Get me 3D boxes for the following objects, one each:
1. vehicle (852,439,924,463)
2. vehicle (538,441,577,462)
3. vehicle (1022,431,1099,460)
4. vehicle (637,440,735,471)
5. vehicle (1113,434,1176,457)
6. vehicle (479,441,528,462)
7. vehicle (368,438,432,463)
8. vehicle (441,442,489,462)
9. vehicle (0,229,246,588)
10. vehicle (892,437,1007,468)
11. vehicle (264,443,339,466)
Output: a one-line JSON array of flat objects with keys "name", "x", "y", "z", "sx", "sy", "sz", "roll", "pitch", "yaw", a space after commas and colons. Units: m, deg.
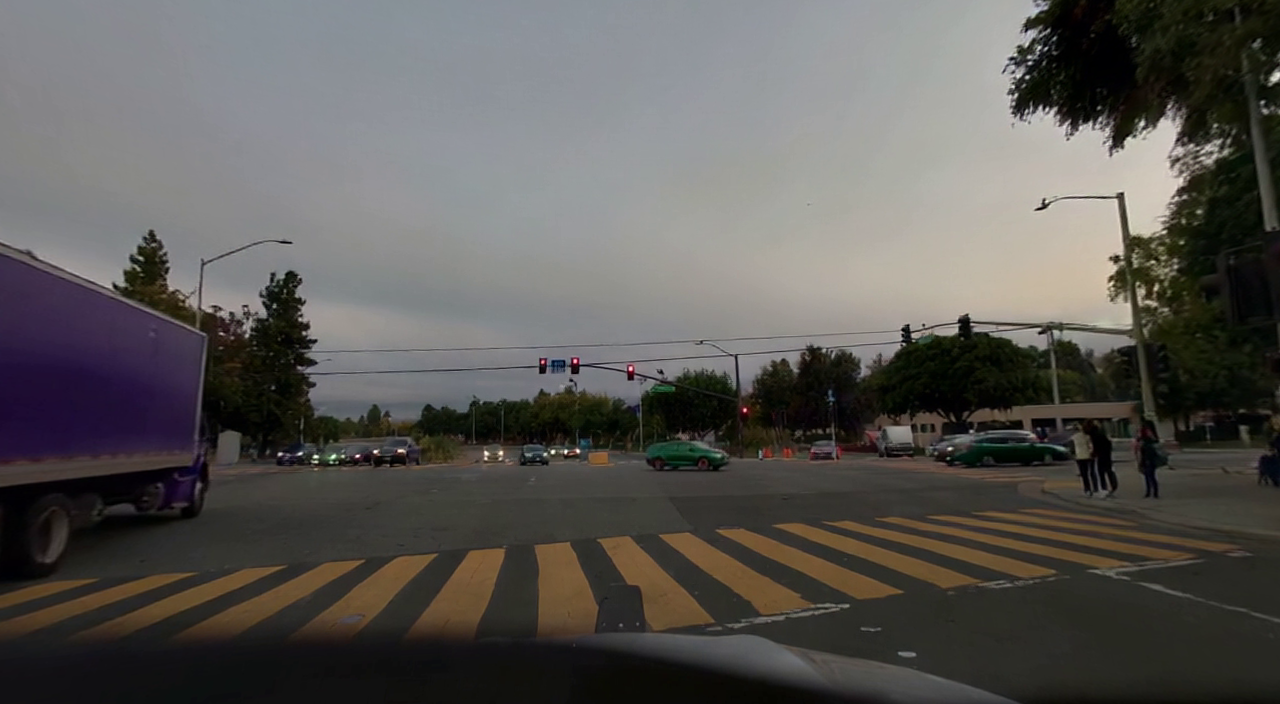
[{"name": "vehicle", "x": 17.162, "y": 6.821, "z": 43.701, "sx": 4.524, "sy": 1.560, "sz": 2.052, "roll": 4, "pitch": -10, "yaw": -28}, {"name": "vehicle", "x": -6.249, "y": 7.581, "z": 48.238, "sx": 2.086, "sy": 1.487, "sz": 4.846, "roll": -1, "pitch": -9, "yaw": 3}, {"name": "vehicle", "x": 28.313, "y": 6.293, "z": 42.488, "sx": 4.662, "sy": 1.840, "sz": 2.055, "roll": 4, "pitch": -10, "yaw": -26}, {"name": "vehicle", "x": 2.250, "y": 5.150, "z": 31.578, "sx": 4.487, "sy": 1.415, "sz": 1.911, "roll": -6, "pitch": -10, "yaw": 33}, {"name": "vehicle", "x": 38.656, "y": 7.152, "z": 48.391, "sx": 4.122, "sy": 1.682, "sz": 1.930, "roll": 4, "pitch": -9, "yaw": -25}, {"name": "vehicle", "x": -10.144, "y": 7.466, "z": 47.405, "sx": 2.097, "sy": 1.484, "sz": 4.596, "roll": -1, "pitch": -9, "yaw": 8}, {"name": "vehicle", "x": -17.386, "y": 7.155, "z": 45.996, "sx": 2.189, "sy": 1.753, "sz": 4.785, "roll": -2, "pitch": -9, "yaw": 9}, {"name": "vehicle", "x": -13.179, "y": 7.587, "z": 47.856, "sx": 1.845, "sy": 1.426, "sz": 4.289, "roll": -1, "pitch": -9, "yaw": 8}, {"name": "vehicle", "x": -8.131, "y": 0.843, "z": 8.230, "sx": 3.112, "sy": 3.230, "sz": 6.726, "roll": 2, "pitch": -8, "yaw": -15}, {"name": "vehicle", "x": 15.661, "y": 5.094, "z": 32.080, "sx": 4.911, "sy": 1.504, "sz": 2.109, "roll": 2, "pitch": -9, "yaw": -11}, {"name": "vehicle", "x": -21.831, "y": 6.637, "z": 40.995, "sx": 1.859, "sy": 1.415, "sz": 4.591, "roll": -1, "pitch": -9, "yaw": 8}]
